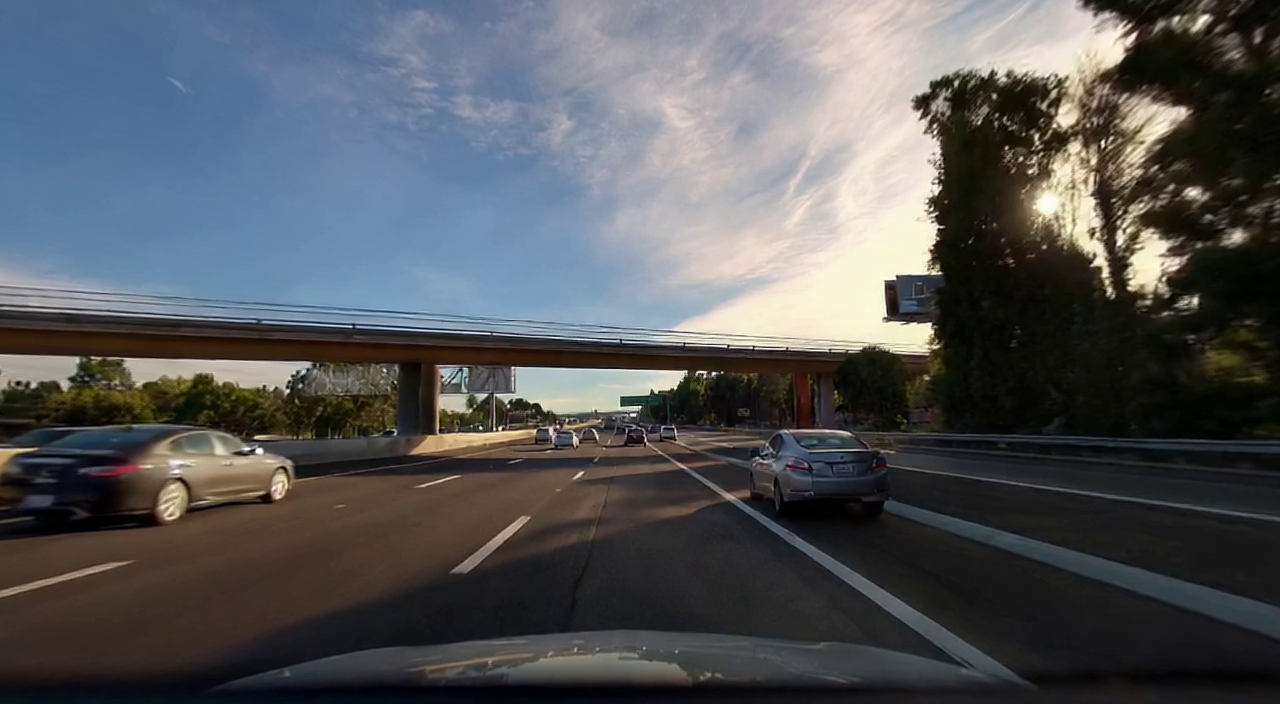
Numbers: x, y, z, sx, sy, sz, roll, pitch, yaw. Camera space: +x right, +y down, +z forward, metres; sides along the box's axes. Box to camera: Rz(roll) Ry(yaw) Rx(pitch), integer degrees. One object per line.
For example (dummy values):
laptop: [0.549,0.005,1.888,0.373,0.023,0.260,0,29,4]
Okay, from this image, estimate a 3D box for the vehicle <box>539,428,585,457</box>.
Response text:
vehicle: [-4.336,5.092,35.587,2.103,1.512,4.155,0,-8,0]

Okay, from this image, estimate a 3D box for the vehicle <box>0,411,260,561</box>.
vehicle: [-7.648,1.679,8.750,2.009,1.537,4.449,0,-8,-1]

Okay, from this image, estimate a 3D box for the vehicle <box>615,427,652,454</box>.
vehicle: [-0.443,5.782,41.167,2.240,1.646,4.949,0,-8,-1]
